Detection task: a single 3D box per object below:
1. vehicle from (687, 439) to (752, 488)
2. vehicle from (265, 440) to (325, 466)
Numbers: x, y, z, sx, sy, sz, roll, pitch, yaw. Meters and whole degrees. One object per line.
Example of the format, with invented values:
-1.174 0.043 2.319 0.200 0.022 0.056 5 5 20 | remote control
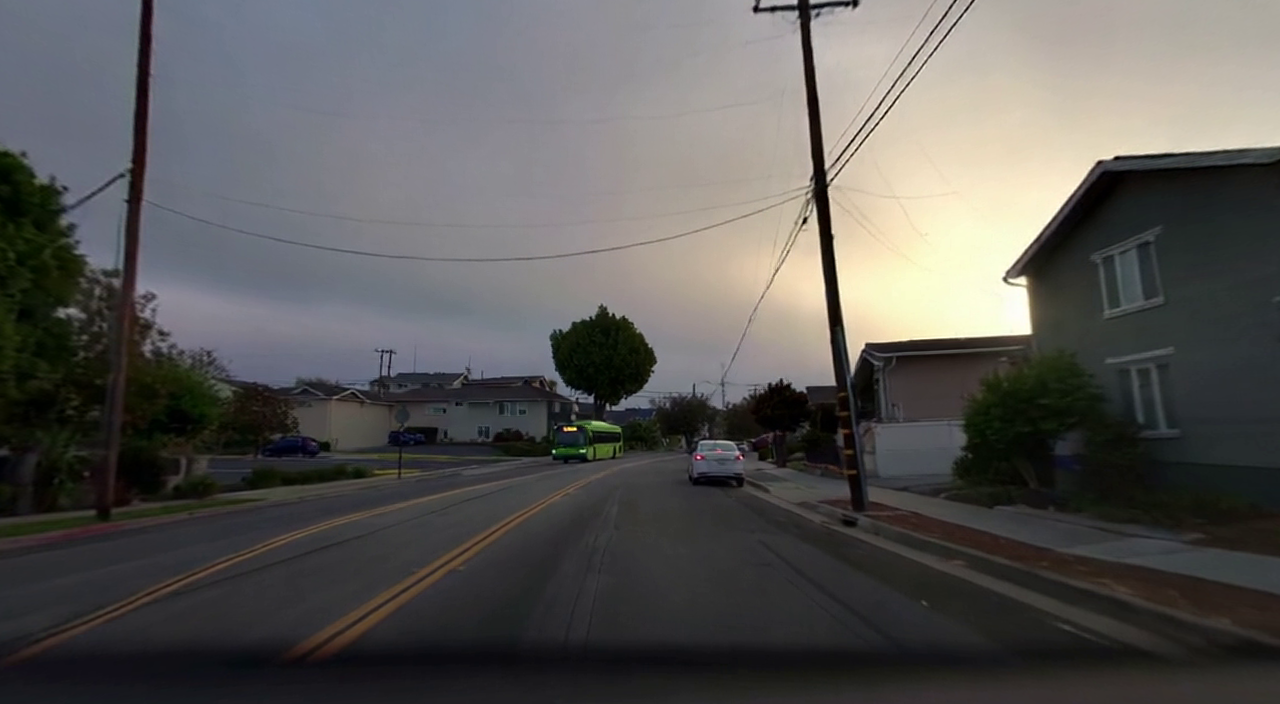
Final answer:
2.781 3.982 22.840 1.984 1.601 3.994 0 -9 2 | vehicle
-24.876 7.271 45.737 2.006 1.766 4.685 1 -9 -6 | vehicle
